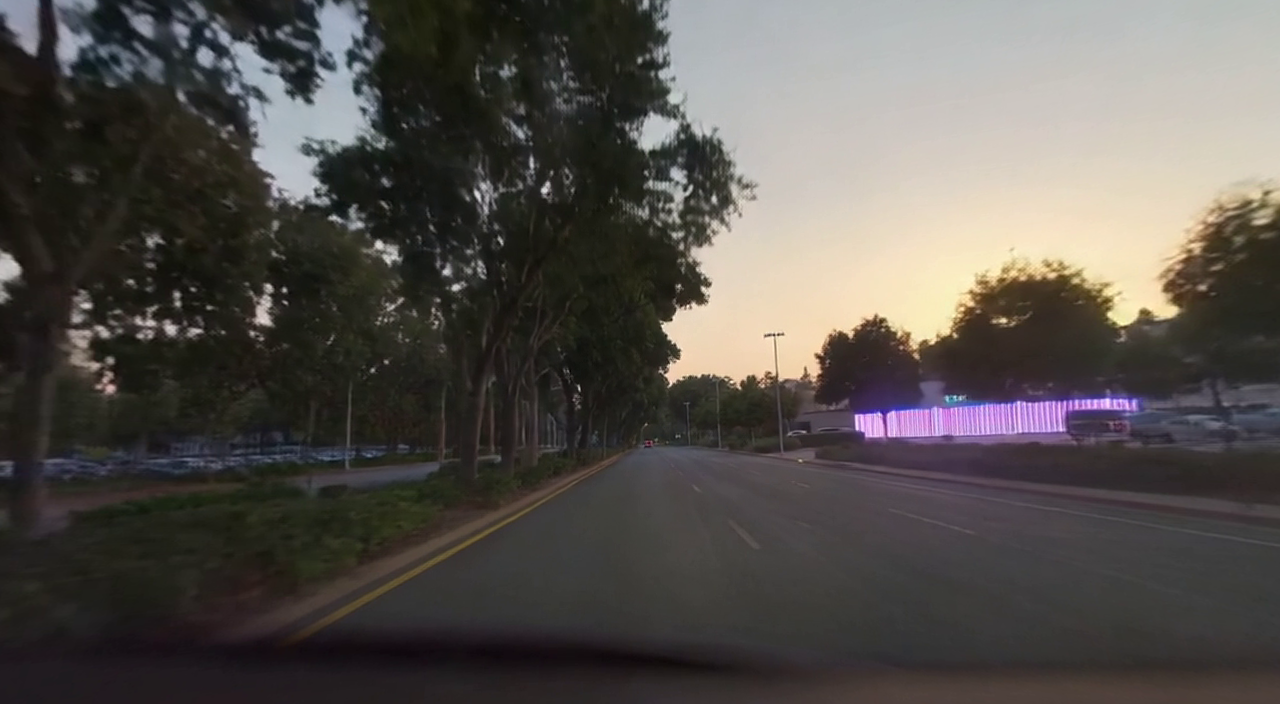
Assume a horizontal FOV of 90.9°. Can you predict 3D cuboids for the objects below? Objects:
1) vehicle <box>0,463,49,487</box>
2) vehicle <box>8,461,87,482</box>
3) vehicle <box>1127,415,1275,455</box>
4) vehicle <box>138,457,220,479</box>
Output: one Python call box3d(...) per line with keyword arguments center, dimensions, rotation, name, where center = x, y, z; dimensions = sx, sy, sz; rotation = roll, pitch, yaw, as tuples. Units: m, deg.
box3d(center=(-44.276, 8.590, 44.068), dimensions=(1.784, 1.486, 4.167), rotation=(0, -8, 1), name="vehicle")
box3d(center=(-46.844, 9.457, 49.977), dimensions=(1.843, 1.525, 4.352), rotation=(0, -9, 4), name="vehicle")
box3d(center=(31.855, 4.756, 35.969), dimensions=(6.116, 1.924, 2.287), rotation=(-3, -7, 1), name="vehicle")
box3d(center=(-31.009, 7.855, 42.493), dimensions=(3.970, 1.408, 1.825), rotation=(1, -11, -7), name="vehicle")
